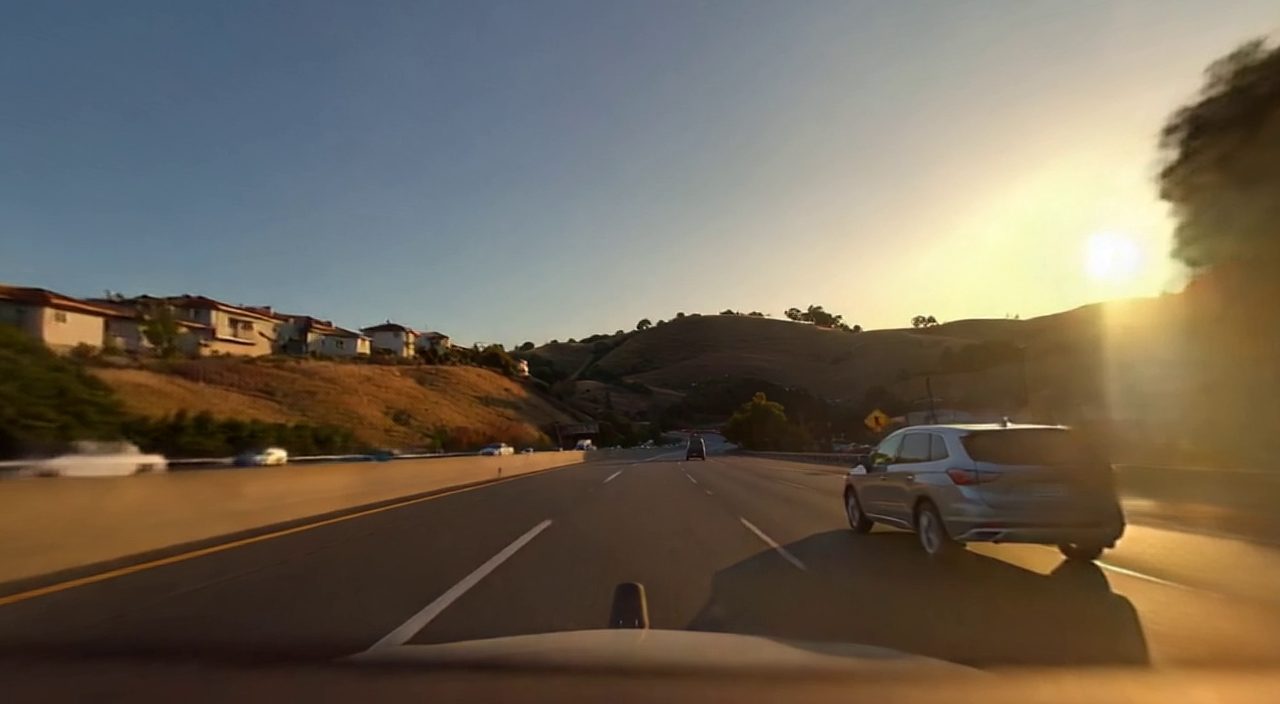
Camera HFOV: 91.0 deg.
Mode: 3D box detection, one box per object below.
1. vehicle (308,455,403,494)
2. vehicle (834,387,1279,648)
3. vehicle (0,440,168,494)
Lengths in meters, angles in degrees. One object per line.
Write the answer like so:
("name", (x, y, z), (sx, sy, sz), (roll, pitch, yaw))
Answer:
("vehicle", (-12.041, 5.181, 27.014), (1.888, 1.471, 4.603), (0, -9, 1))
("vehicle", (3.994, 1.473, 6.668), (2.318, 1.766, 4.587), (0, -9, -1))
("vehicle", (-23.564, 4.828, 26.916), (2.233, 2.018, 5.643), (0, -9, 1))
